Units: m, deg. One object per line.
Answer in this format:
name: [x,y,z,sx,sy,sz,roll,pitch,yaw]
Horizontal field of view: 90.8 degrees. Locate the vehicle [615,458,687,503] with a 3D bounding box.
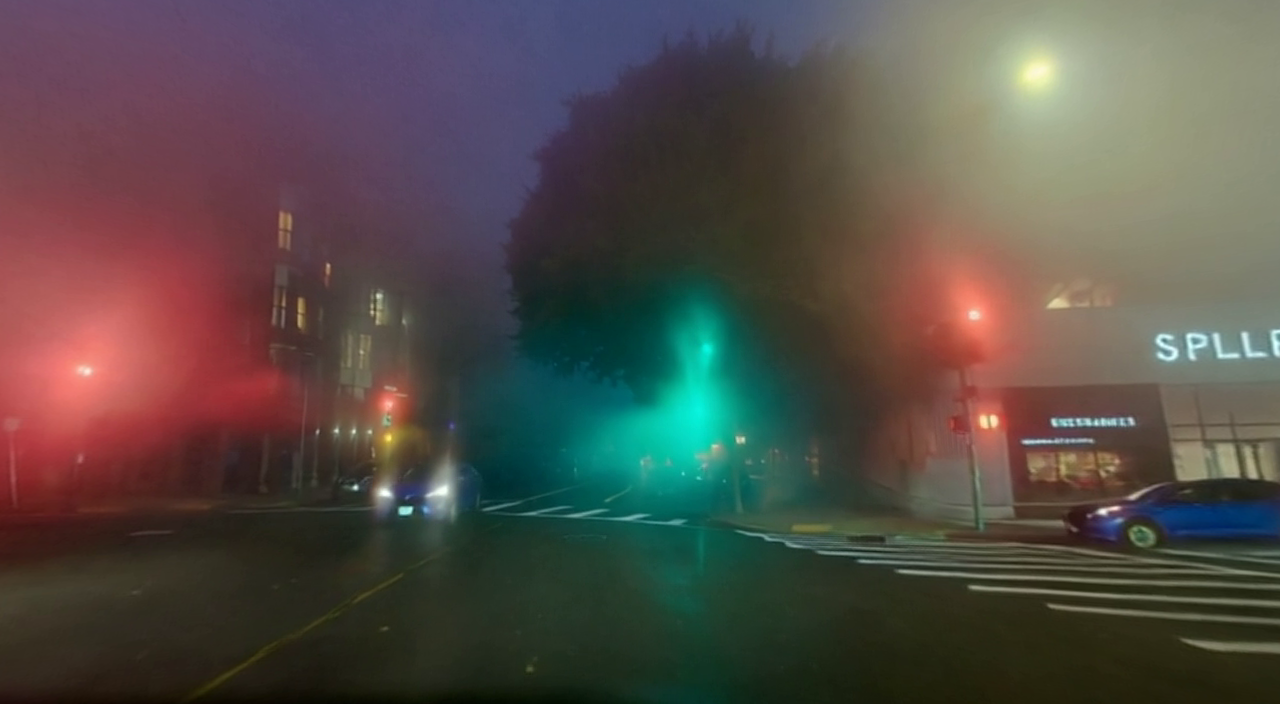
vehicle: [0.512,4.829,24.102,1.892,1.481,4.365,-2,-9,12]

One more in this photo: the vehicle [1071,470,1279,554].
vehicle: [11.488,3.104,12.510,4.426,1.446,1.795,-2,-9,10]

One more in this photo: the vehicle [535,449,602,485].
vehicle: [-3.630,5.967,33.129,2.181,1.723,4.692,-2,-9,11]

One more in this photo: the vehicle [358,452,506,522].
vehicle: [-5.062,3.344,16.187,2.119,1.485,4.472,-1,-9,2]
